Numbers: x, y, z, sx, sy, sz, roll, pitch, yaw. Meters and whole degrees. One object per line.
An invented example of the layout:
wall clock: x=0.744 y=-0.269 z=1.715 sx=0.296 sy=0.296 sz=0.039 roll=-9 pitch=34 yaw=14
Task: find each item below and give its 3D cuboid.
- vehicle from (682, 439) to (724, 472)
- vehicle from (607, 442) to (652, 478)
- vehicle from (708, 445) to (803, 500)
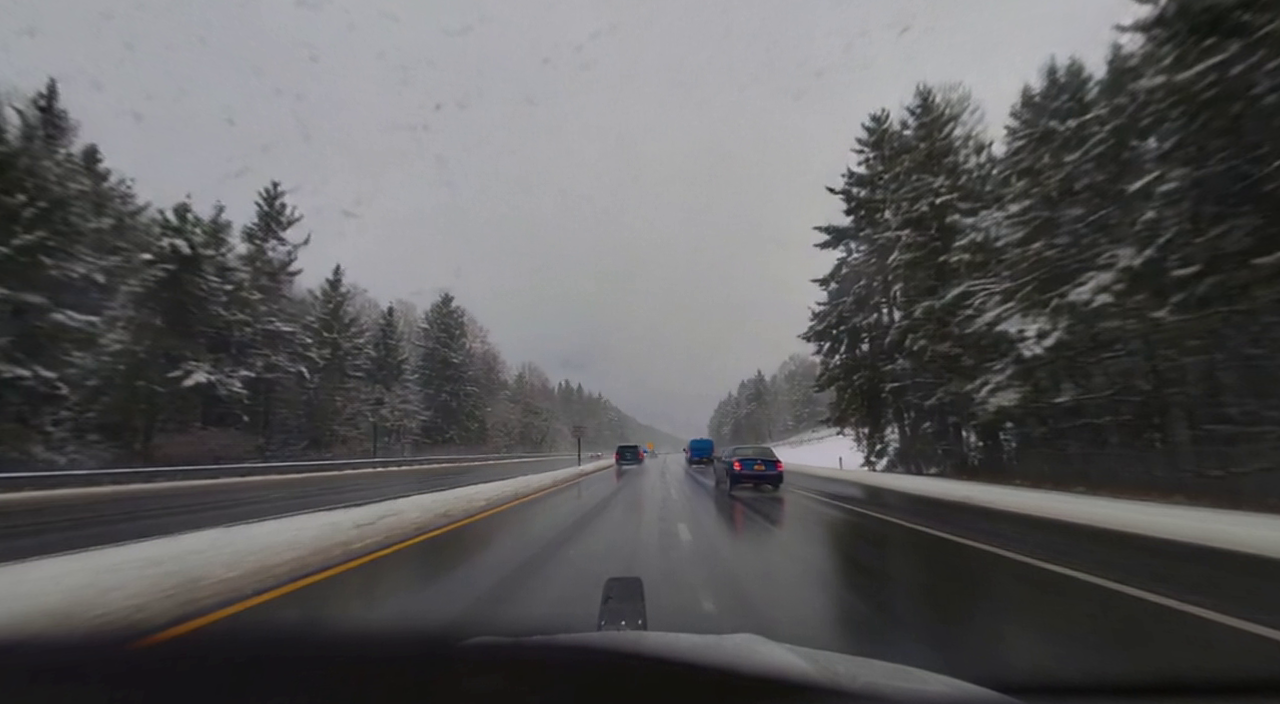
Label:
vehicle: x=4.069 y=6.806 z=41.515 sx=2.371 sy=2.045 sz=4.768 roll=-1 pitch=-9 yaw=1
vehicle: x=-0.458 y=5.505 z=32.274 sx=2.087 sy=1.707 sz=4.316 roll=-1 pitch=-9 yaw=2
vehicle: x=3.314 y=3.577 z=19.167 sx=2.043 sy=1.431 sz=4.922 roll=-1 pitch=-9 yaw=1
